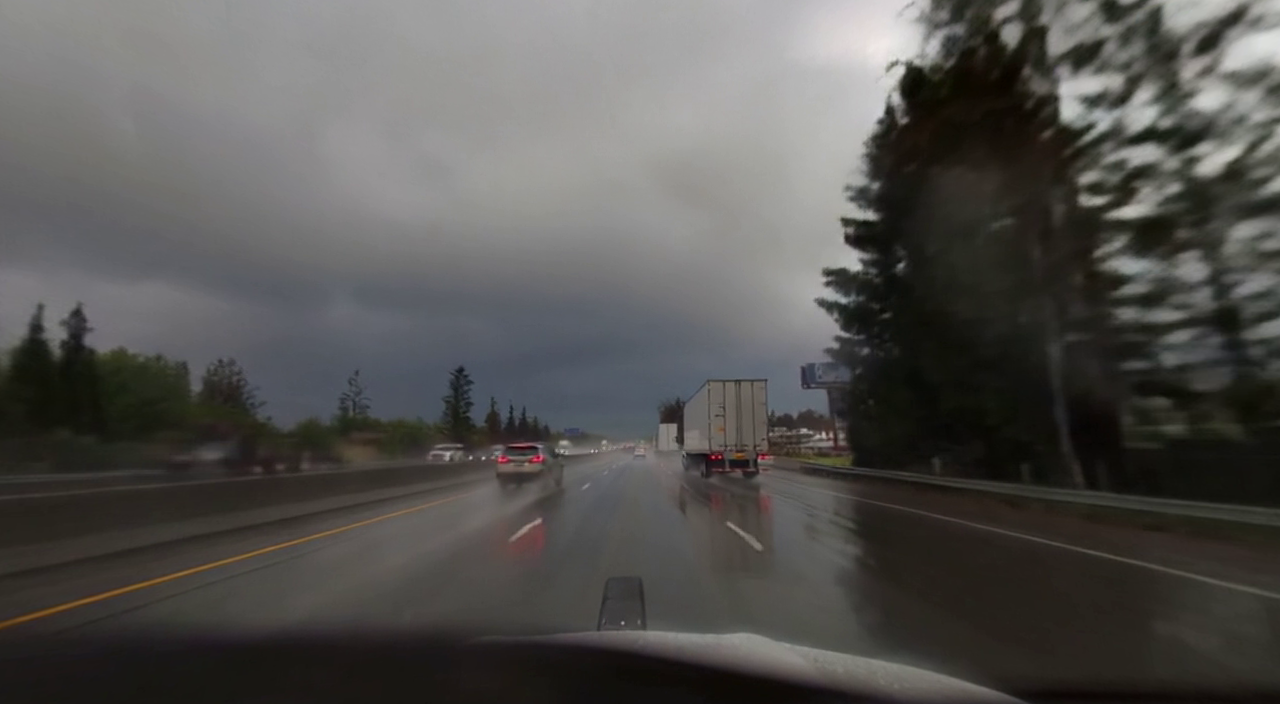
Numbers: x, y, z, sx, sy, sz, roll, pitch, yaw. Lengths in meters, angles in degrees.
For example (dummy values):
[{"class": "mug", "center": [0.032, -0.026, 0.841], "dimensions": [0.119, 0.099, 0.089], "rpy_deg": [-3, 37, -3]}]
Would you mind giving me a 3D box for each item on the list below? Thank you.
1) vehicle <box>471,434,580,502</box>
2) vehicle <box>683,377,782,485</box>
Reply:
[{"class": "vehicle", "center": [-3.299, 3.469, 19.320], "dimensions": [2.291, 1.788, 4.825], "rpy_deg": [0, -9, 1]}, {"class": "vehicle", "center": [4.161, 4.214, 32.174], "dimensions": [2.826, 4.269, 14.176], "rpy_deg": [0, -9, 0]}]
